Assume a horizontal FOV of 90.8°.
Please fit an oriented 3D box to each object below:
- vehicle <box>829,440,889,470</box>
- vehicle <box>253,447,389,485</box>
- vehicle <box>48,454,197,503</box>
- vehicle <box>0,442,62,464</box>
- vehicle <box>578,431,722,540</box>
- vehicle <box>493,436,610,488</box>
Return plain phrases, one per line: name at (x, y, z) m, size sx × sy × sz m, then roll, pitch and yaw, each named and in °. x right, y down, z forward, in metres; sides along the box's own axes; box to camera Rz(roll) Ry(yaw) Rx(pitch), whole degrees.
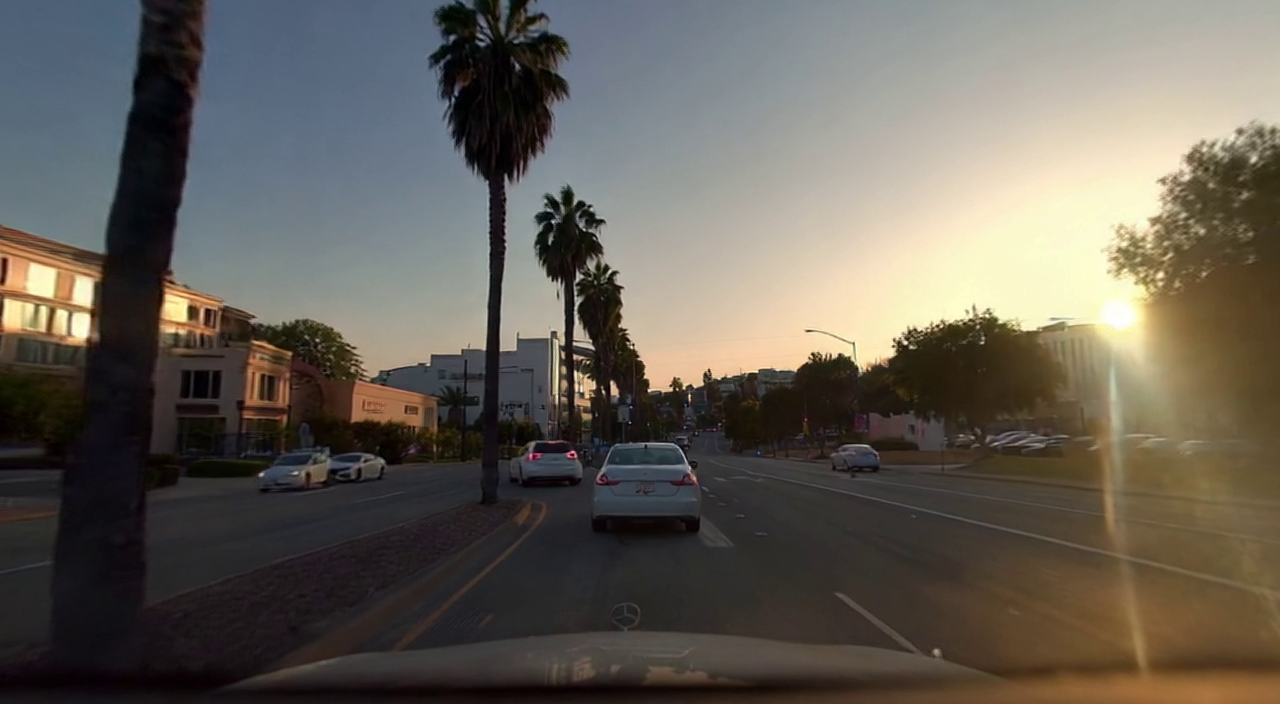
vehicle at (14.079, 6.646, 40.932) m, size 2.131 × 1.832 × 5.203 m, roll 0°, pitch -9°, yaw 1°
vehicle at (-13.157, 4.699, 26.188) m, size 4.585 × 1.479 × 2.088 m, roll -2°, pitch -9°, yaw 10°
vehicle at (-17.385, 4.191, 21.262) m, size 4.071 × 1.442 × 1.948 m, roll -3°, pitch -9°, yaw 20°
vehicle at (-43.026, 6.896, 43.372) m, size 1.748 × 1.449 × 4.502 m, roll -4°, pitch -10°, yaw 26°
vehicle at (0.070, 2.171, 10.947) m, size 1.986 × 1.473 × 4.382 m, roll 0°, pitch -9°, yaw -2°
vehicle at (-3.092, 3.643, 21.279) m, size 2.095 × 1.552 × 4.457 m, roll 6°, pitch -10°, yaw -34°
